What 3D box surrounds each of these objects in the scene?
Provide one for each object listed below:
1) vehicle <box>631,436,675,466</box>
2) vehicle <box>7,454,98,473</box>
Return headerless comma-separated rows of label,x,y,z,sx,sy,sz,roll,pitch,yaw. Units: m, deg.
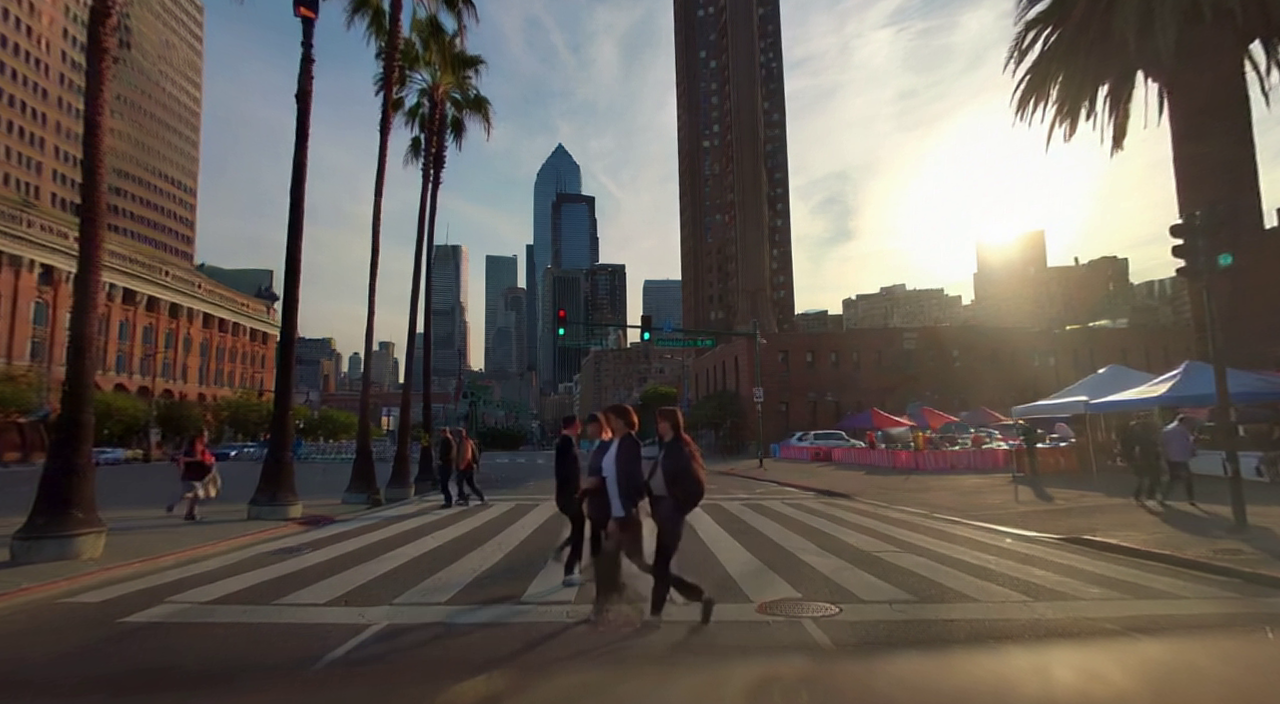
vehicle,0.893,7.262,46.546,2.322,2.071,5.366,1,-9,-9
vehicle,-45.939,8.711,49.570,2.121,1.294,5.167,0,-8,1
